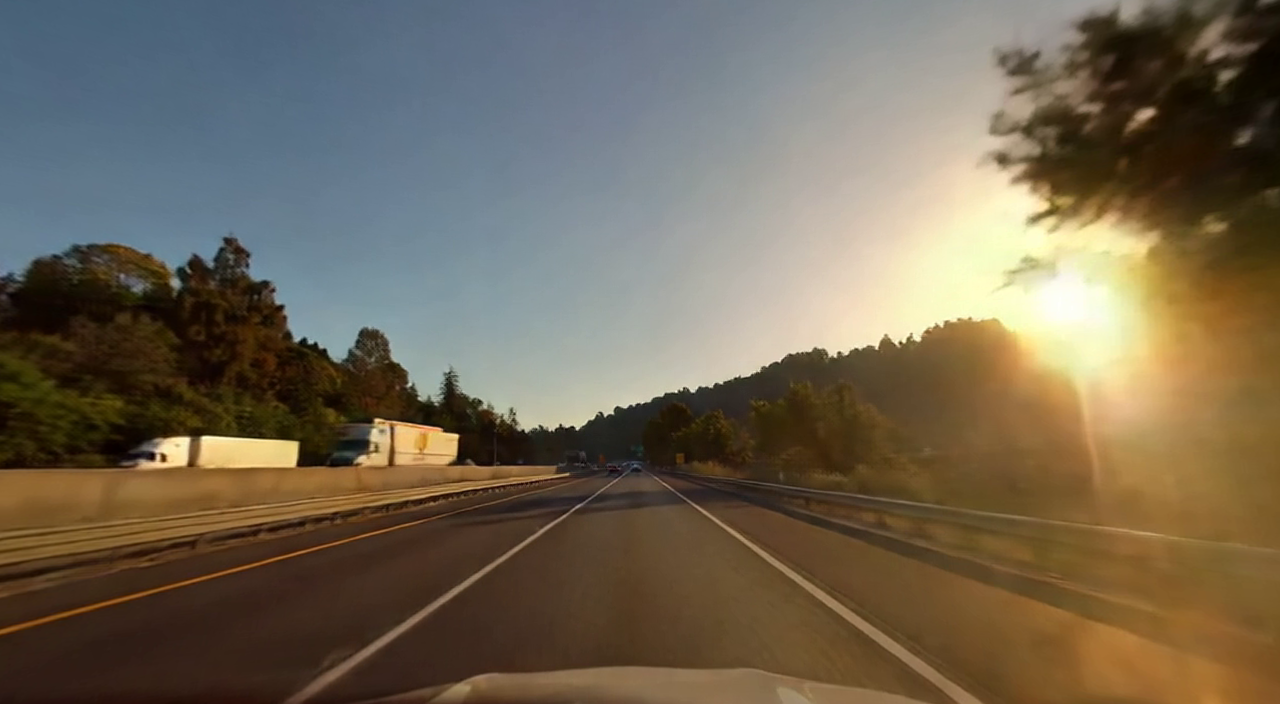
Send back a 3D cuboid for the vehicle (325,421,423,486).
[{"bbox_3d":[-17.447,6.817,41.944,3.667,3.902,6.030,1,-11,0],"label":"vehicle"}]
